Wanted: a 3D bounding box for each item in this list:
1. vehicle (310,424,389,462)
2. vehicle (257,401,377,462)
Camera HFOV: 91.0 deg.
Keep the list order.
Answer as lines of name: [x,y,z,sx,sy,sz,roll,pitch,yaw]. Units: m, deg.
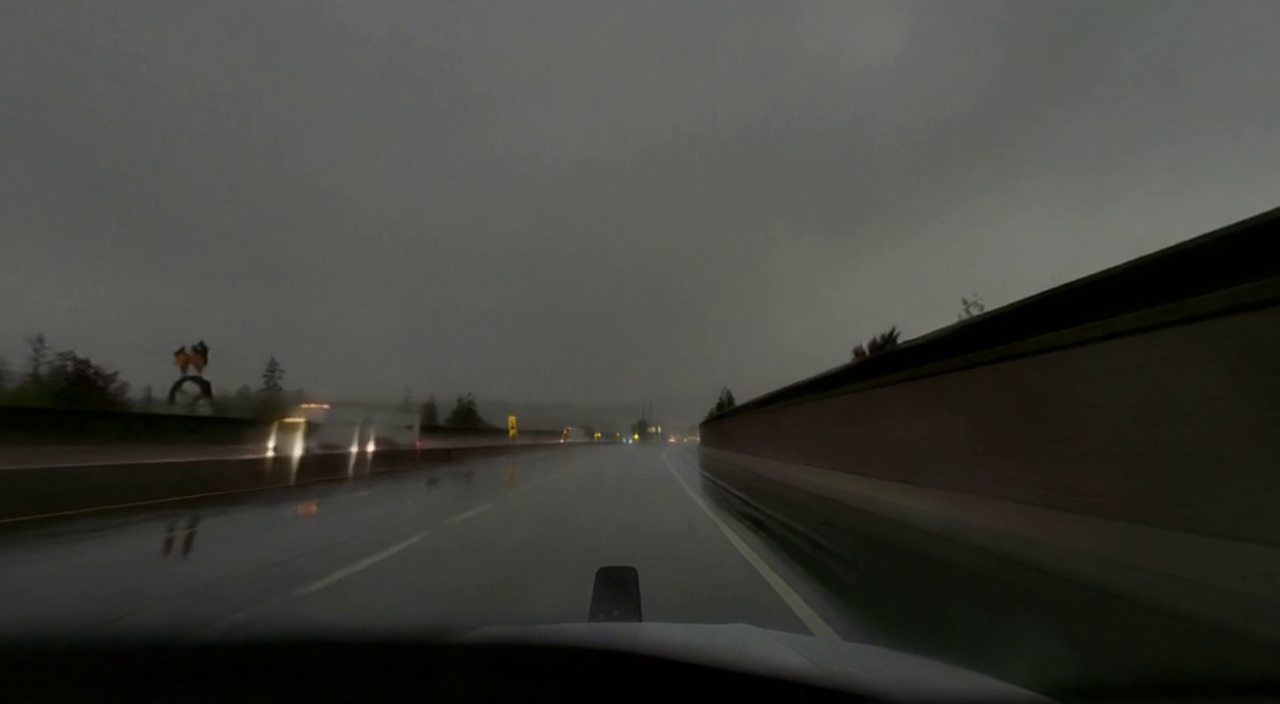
vehicle: [-19.543,6.181,42.738,2.346,2.389,5.841,0,-8,2]
vehicle: [-23.667,6.019,47.056,2.998,4.042,10.325,-1,-8,3]
